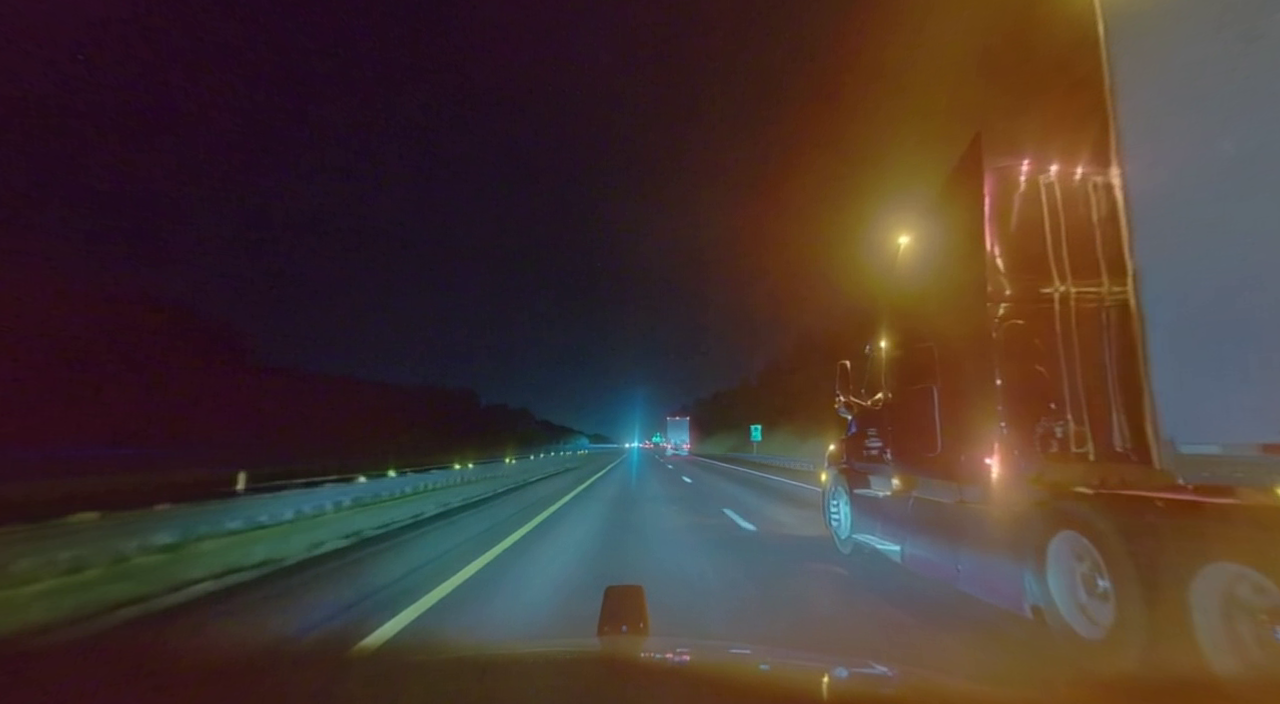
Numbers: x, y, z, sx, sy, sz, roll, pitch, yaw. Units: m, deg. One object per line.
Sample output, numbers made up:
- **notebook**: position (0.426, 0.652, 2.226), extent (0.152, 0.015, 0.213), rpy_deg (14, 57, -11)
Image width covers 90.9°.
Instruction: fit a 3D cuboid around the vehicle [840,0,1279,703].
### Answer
- **vehicle**: position (4.088, -0.264, 2.968), extent (3.080, 4.016, 9.760), rpy_deg (0, -8, 0)
